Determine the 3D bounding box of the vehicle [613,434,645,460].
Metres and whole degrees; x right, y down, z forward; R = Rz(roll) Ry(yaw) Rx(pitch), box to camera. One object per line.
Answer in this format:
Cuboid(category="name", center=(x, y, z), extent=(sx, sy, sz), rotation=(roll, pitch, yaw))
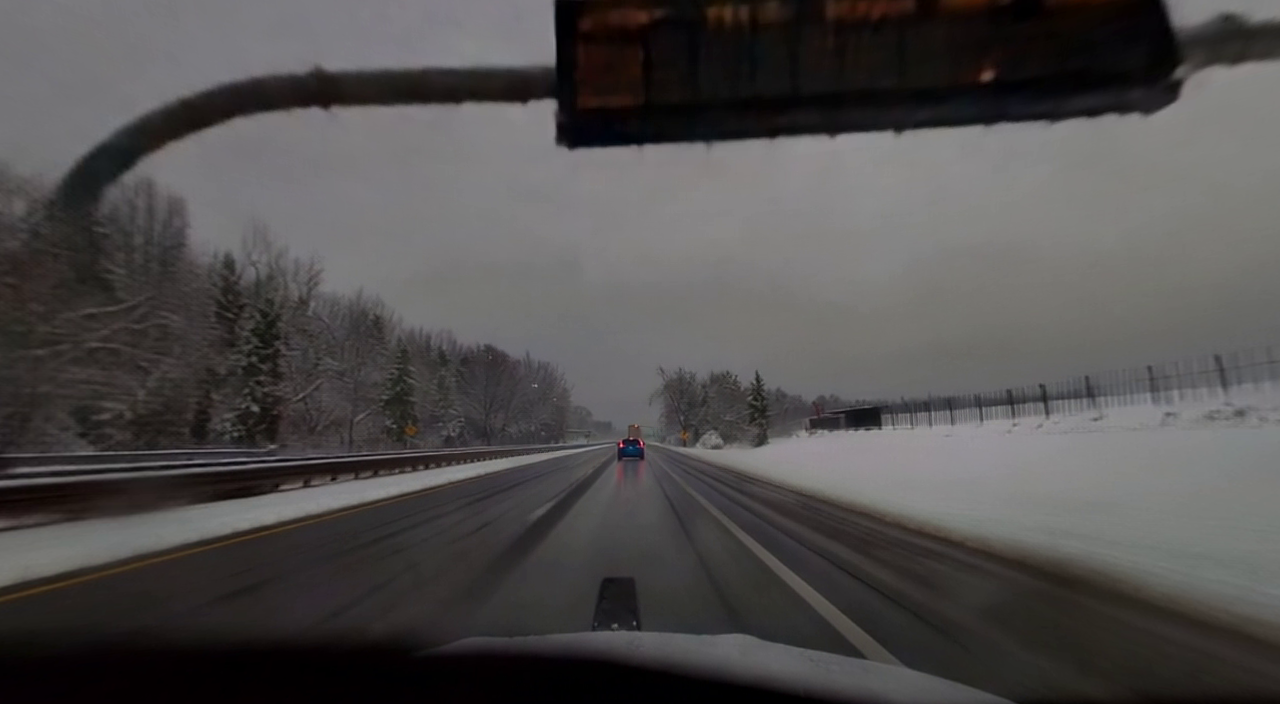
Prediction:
Cuboid(category="vehicle", center=(-0.761, 6.678, 44.477), extent=(2.180, 1.717, 4.139), rotation=(0, -8, -1))
